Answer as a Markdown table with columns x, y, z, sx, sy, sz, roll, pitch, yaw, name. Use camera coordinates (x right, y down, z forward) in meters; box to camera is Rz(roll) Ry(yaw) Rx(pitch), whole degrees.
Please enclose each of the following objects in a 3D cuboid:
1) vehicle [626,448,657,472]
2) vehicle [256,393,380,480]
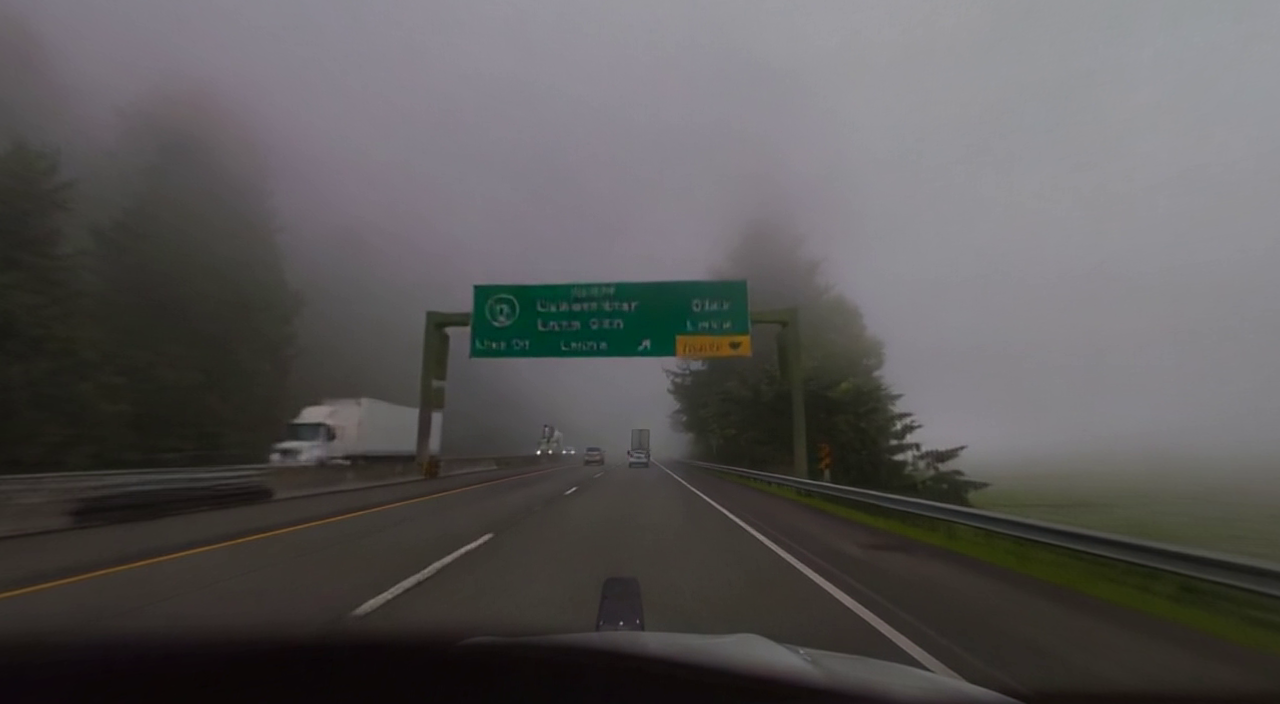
| x | y | z | sx | sy | sz | roll | pitch | yaw | name |
| --- | --- | --- | --- | --- | --- | --- | --- | --- | --- |
| 0.085 | 6.731 | 39.483 | 1.853 | 1.436 | 3.438 | 0 | -9 | 0 | vehicle |
| -15.860 | 4.294 | 31.678 | 2.967 | 3.966 | 5.856 | 0 | -9 | 0 | vehicle |
